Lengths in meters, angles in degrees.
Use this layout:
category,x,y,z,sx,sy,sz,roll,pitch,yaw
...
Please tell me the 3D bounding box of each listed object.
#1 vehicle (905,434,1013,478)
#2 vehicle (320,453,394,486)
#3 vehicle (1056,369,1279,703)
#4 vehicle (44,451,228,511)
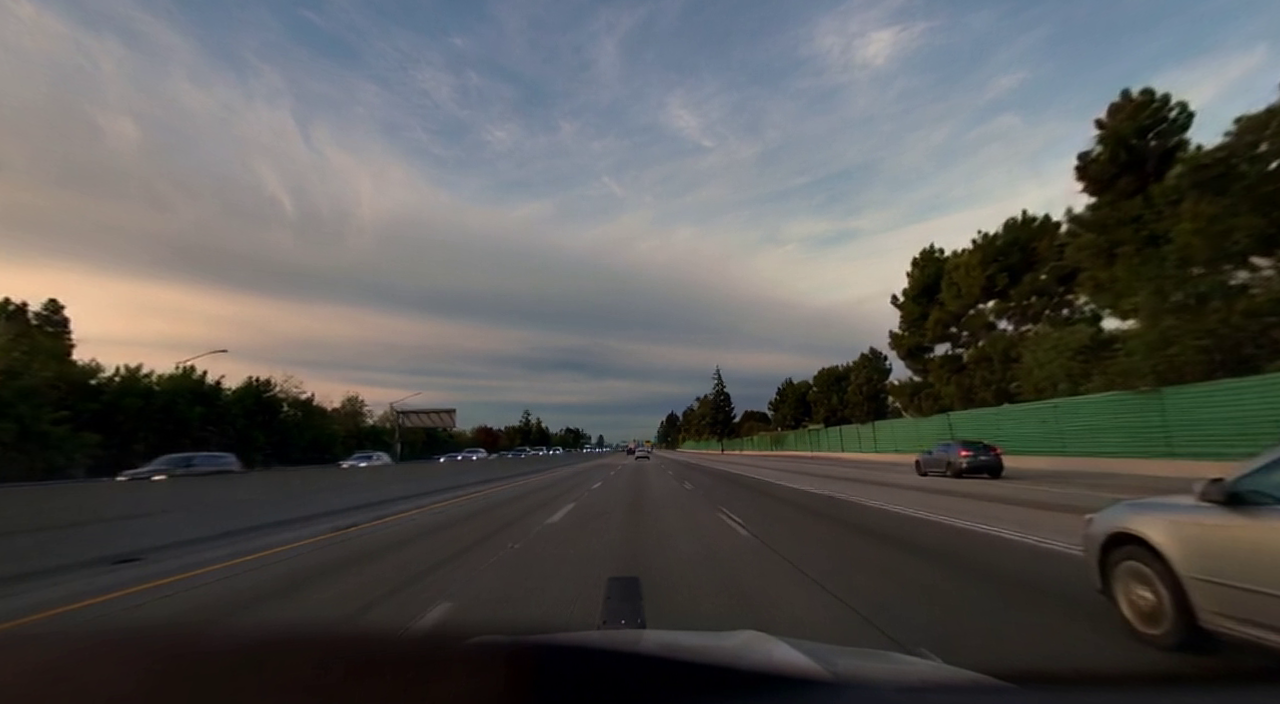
category,x,y,z,sx,sy,sz,roll,pitch,yaw
vehicle,12.674,4.172,25.349,2.163,1.596,3.997,0,-9,-1
vehicle,-15.595,6.472,35.009,1.972,1.614,4.406,-1,-9,1
vehicle,3.764,0.782,2.071,1.930,1.628,4.099,0,-9,0
vehicle,-15.699,4.003,20.075,1.896,1.625,4.723,-1,-9,1
